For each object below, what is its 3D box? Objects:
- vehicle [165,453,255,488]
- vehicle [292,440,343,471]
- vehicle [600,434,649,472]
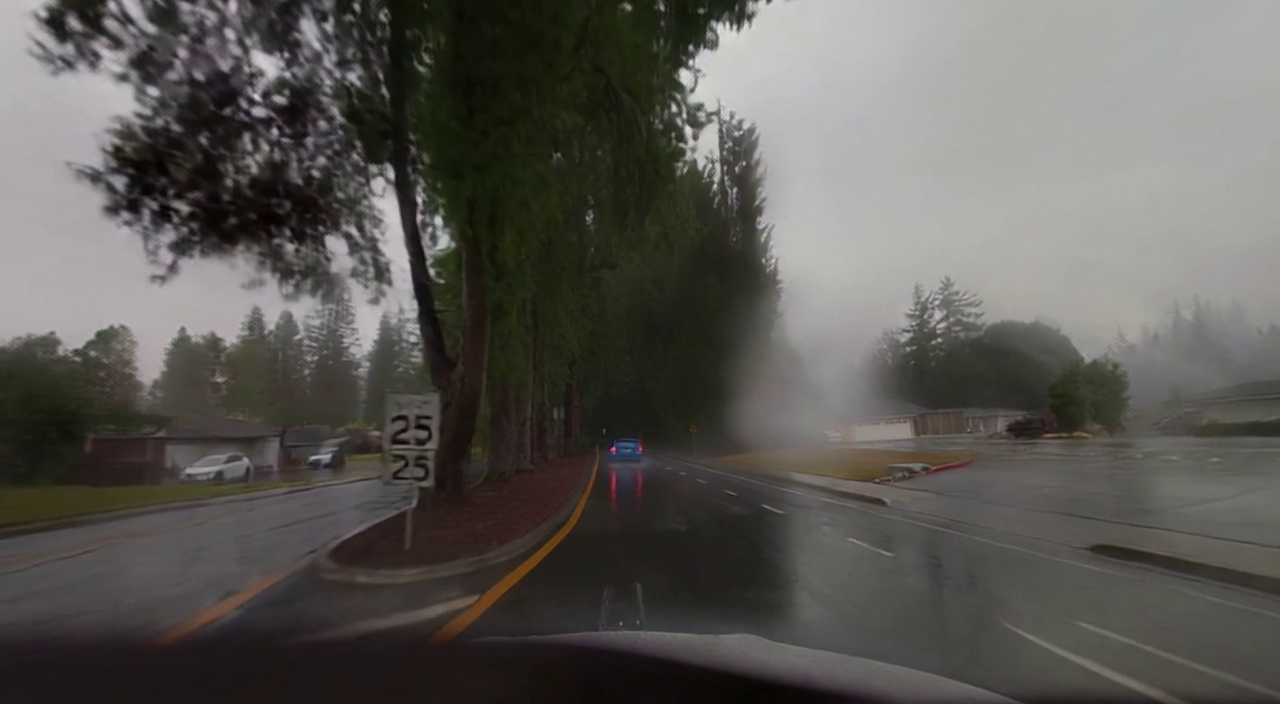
[{"bbox_3d":[-20.897,5.743,30.951,1.792,1.471,4.511,2,-9,-8],"label":"vehicle"},{"bbox_3d":[-23.718,7.616,46.709,2.076,2.085,5.241,4,-9,-13],"label":"vehicle"},{"bbox_3d":[-0.829,4.971,31.168,2.216,1.708,4.110,1,-9,-4],"label":"vehicle"}]
